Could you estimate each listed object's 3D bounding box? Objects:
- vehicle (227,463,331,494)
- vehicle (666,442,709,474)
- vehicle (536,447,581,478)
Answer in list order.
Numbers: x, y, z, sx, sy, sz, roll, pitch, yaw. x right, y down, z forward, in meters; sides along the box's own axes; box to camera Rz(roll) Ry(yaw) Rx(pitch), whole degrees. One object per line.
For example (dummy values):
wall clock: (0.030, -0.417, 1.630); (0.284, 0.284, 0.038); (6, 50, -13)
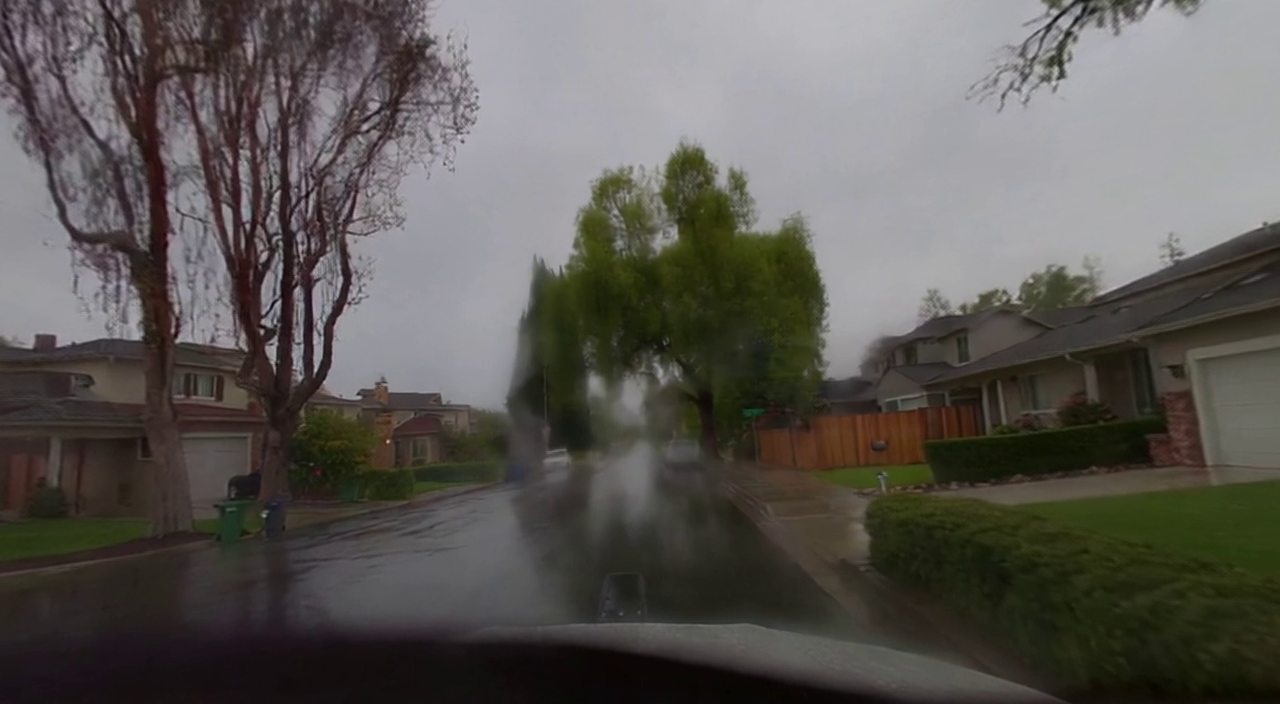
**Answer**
vehicle: (-19.142, 6.715, 33.593); (4.404, 1.495, 1.844); (-1, -9, 4)
vehicle: (2.453, 5.584, 33.479); (2.005, 1.553, 3.984); (-1, -9, 1)
vehicle: (-5.573, 7.608, 43.763); (2.208, 1.834, 4.675); (-5, -9, 2)
